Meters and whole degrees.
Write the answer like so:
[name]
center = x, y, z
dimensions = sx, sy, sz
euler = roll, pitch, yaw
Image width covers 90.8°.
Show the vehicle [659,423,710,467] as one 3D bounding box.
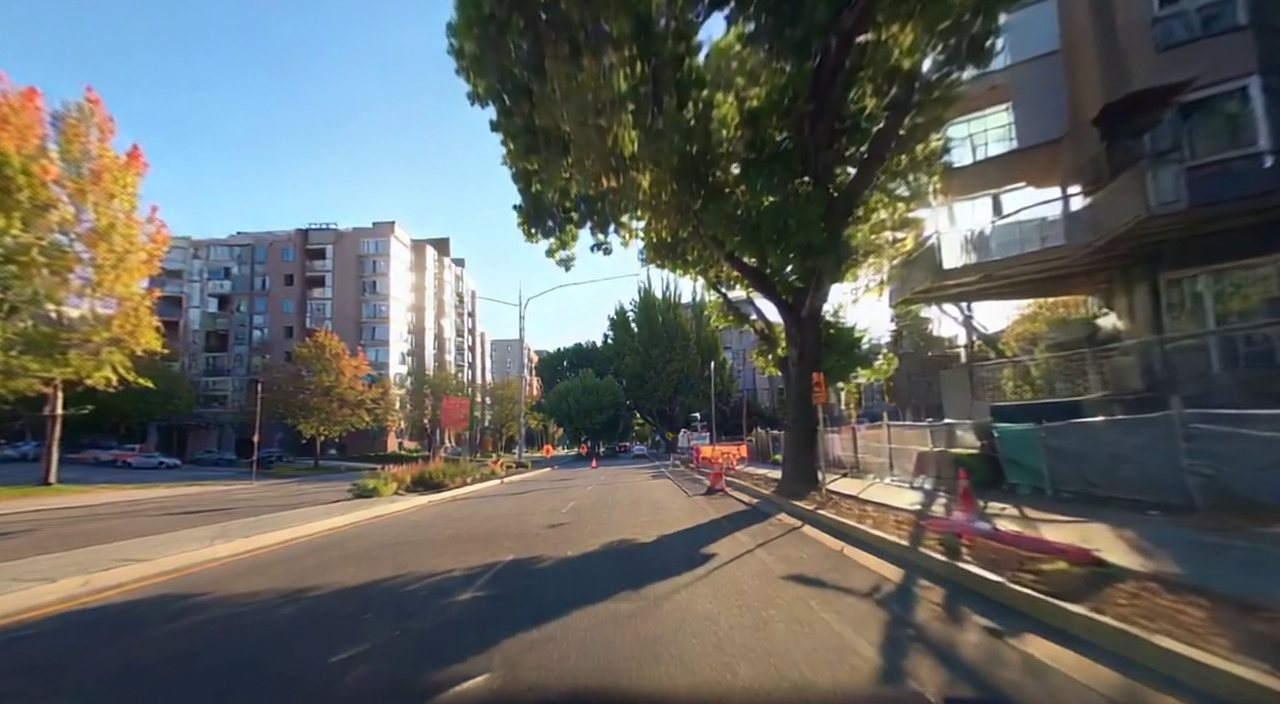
[vehicle]
center = 2.861, 6.134, 41.683
dimensions = 2.849, 2.686, 3.176
euler = -1, -8, -4
